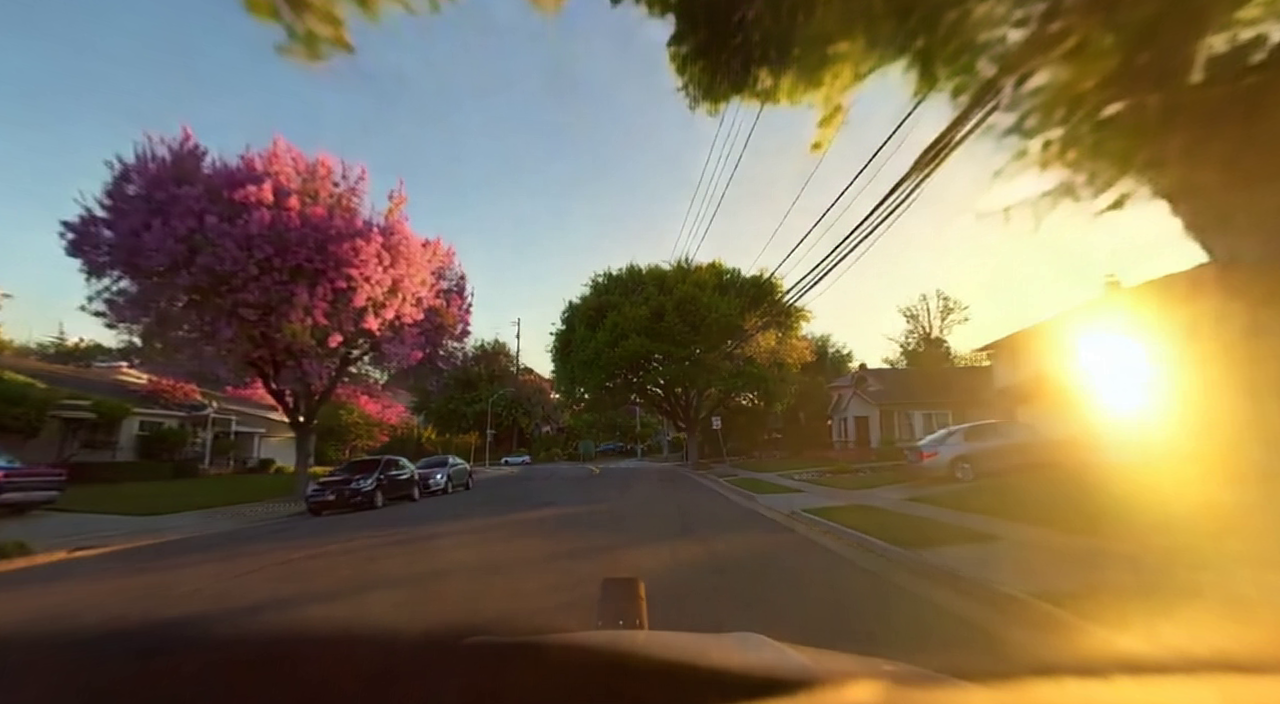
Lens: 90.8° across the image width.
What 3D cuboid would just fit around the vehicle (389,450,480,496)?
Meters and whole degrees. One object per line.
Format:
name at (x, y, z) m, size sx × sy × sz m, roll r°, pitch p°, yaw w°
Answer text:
vehicle at (-7.362, 4.360, 23.122) m, size 1.896 × 1.484 × 4.298 m, roll 0°, pitch -9°, yaw 0°

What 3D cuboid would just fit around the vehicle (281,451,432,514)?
vehicle at (-7.625, 3.527, 17.624) m, size 2.034 × 1.493 × 4.524 m, roll 0°, pitch -9°, yaw 1°

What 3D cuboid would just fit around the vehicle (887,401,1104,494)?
vehicle at (8.578, 2.355, 15.562) m, size 4.025 × 1.738 × 1.920 m, roll -6°, pitch -9°, yaw -1°
